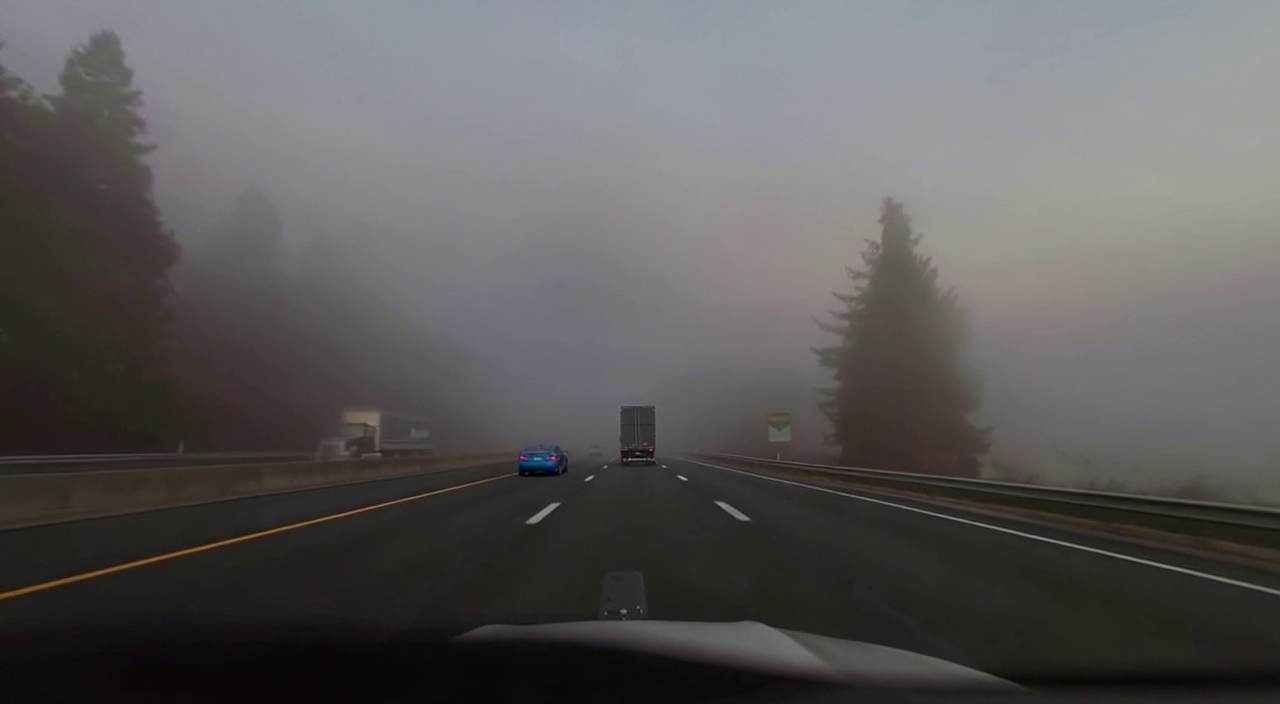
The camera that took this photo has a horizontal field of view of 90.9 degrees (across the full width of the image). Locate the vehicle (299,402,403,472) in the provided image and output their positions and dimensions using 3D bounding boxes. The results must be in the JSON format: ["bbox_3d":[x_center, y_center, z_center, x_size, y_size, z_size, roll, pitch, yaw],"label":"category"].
[{"bbox_3d":[-16.815,5.077,37.293,3.091,3.763,6.553,0,-9,-1],"label":"vehicle"}]

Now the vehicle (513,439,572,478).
[{"bbox_3d":[-4.293,4.766,28.338,1.977,1.602,3.944,0,-9,0],"label":"vehicle"}]

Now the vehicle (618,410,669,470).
[{"bbox_3d":[0.069,6.108,43.306,2.893,3.628,9.081,0,-9,-3],"label":"vehicle"}]
